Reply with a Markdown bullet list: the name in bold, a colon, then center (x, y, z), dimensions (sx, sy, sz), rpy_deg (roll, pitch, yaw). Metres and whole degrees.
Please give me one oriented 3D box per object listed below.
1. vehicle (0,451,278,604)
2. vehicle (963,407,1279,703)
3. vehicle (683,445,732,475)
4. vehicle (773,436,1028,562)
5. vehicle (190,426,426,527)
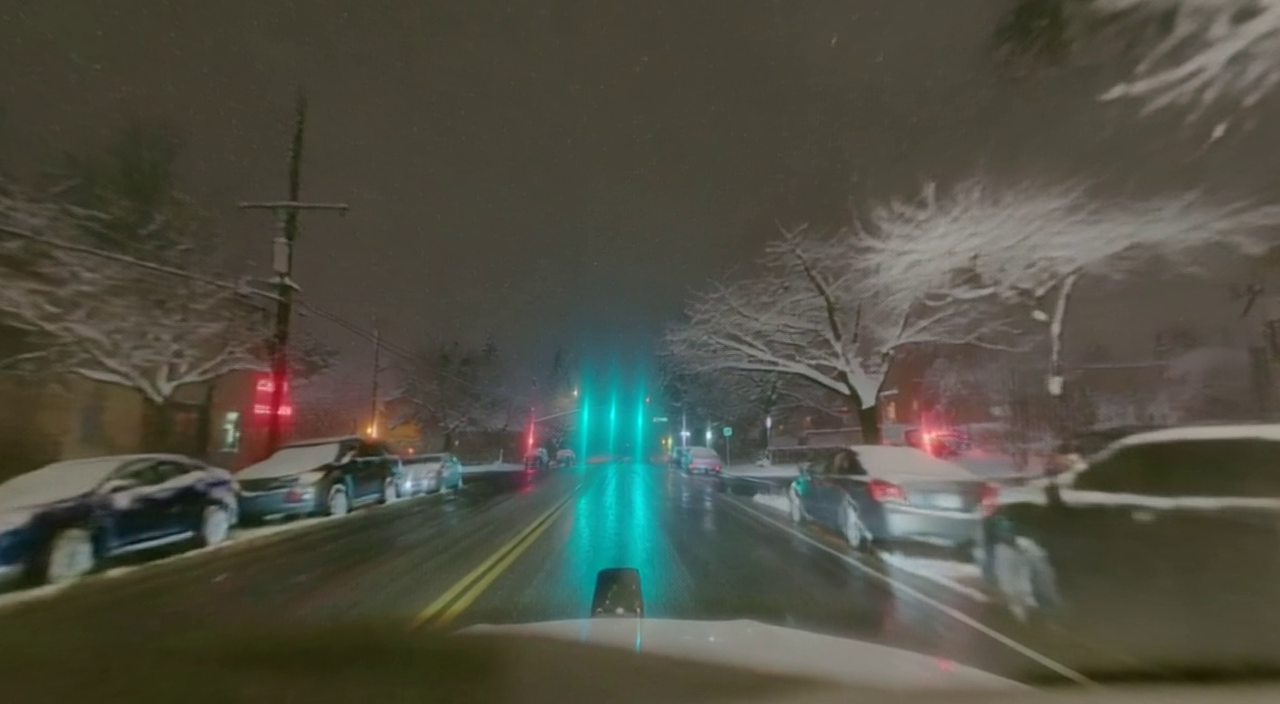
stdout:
- **vehicle**: center (-7.509, 2.176, 8.835), dimensions (2.057, 1.486, 4.759), rpy_deg (0, -8, 0)
- **vehicle**: center (4.090, 1.106, 3.550), dimensions (1.854, 1.537, 4.759), rpy_deg (0, -8, -2)
- **vehicle**: center (3.578, 5.792, 34.116), dimensions (2.005, 1.466, 4.767), rpy_deg (0, -8, -1)
- **vehicle**: center (3.581, 2.091, 9.778), dimensions (2.033, 1.467, 4.471), rpy_deg (0, -8, 0)
- **vehicle**: center (-7.573, 2.899, 15.434), dimensions (2.613, 1.959, 5.843), rpy_deg (0, -8, 0)
